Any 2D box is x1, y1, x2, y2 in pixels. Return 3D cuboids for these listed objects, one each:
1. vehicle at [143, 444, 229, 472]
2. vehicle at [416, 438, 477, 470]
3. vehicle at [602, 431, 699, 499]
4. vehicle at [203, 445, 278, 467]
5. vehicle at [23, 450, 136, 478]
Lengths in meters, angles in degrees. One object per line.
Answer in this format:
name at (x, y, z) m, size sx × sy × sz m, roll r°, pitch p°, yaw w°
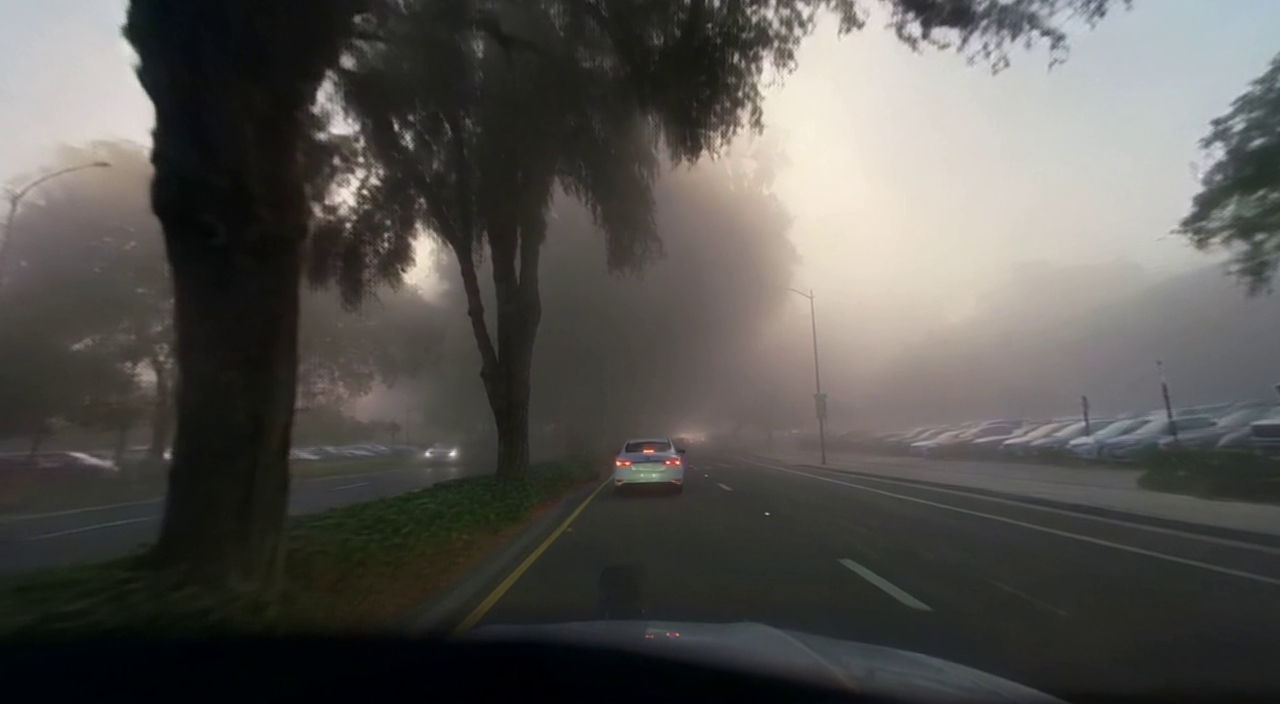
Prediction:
vehicle at (-30.241, 7.035, 42.073) m, size 4.266 × 1.600 × 1.877 m, roll -3°, pitch -8°, yaw -2°
vehicle at (-11.408, 6.010, 37.541) m, size 2.066 × 1.753 × 4.559 m, roll -1°, pitch -8°, yaw 2°
vehicle at (0.184, 2.740, 15.721) m, size 2.093 × 1.442 × 3.977 m, roll 0°, pitch -8°, yaw -1°
vehicle at (-29.961, 7.790, 47.327) m, size 4.342 × 1.621 × 1.967 m, roll -1°, pitch -8°, yaw 5°
vehicle at (-30.532, 6.075, 34.423) m, size 4.356 × 1.444 × 1.819 m, roll 0°, pitch -8°, yaw -1°
